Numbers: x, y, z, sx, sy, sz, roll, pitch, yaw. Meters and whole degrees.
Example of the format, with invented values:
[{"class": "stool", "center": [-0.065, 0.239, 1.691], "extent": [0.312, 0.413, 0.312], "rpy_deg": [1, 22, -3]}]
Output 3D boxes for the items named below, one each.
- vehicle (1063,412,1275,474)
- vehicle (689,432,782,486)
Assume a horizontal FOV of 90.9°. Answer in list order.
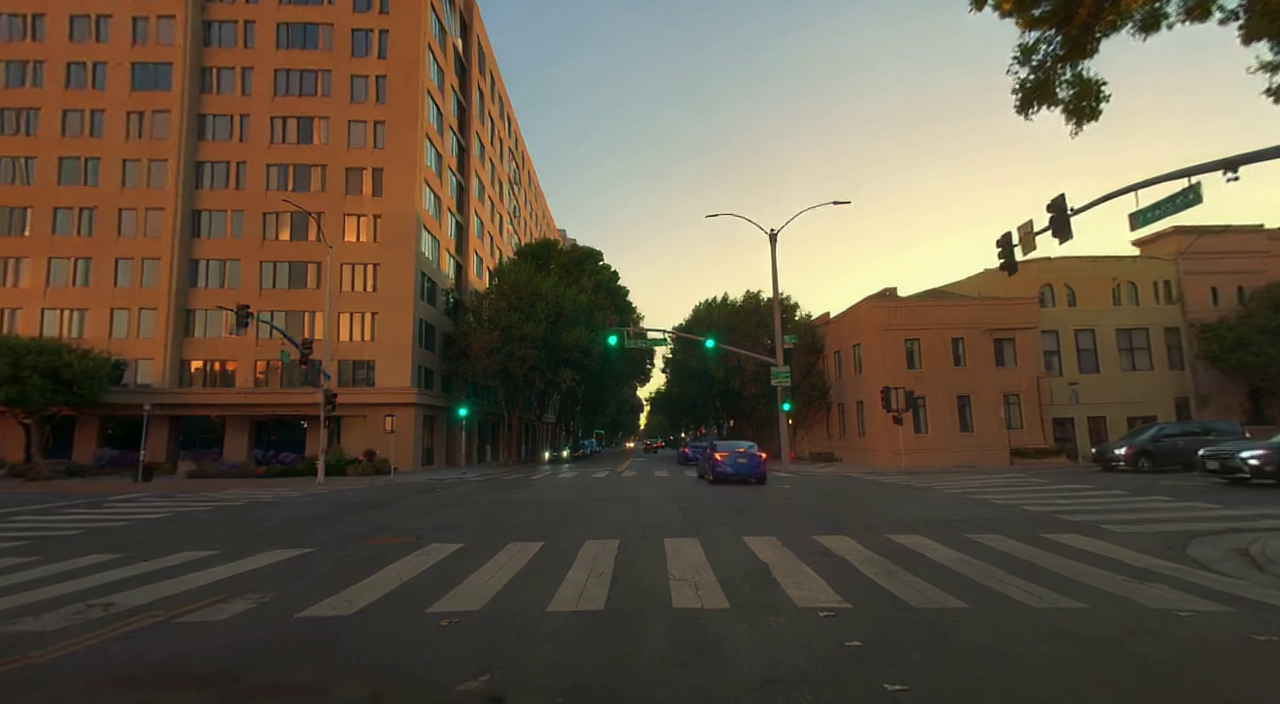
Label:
[{"class": "vehicle", "center": [16.916, 2.938, 20.405], "extent": [4.802, 1.860, 2.146], "rpy_deg": [0, -8, 1]}, {"class": "vehicle", "center": [2.811, 3.264, 19.592], "extent": [2.039, 1.470, 4.355], "rpy_deg": [0, -8, -2]}]
